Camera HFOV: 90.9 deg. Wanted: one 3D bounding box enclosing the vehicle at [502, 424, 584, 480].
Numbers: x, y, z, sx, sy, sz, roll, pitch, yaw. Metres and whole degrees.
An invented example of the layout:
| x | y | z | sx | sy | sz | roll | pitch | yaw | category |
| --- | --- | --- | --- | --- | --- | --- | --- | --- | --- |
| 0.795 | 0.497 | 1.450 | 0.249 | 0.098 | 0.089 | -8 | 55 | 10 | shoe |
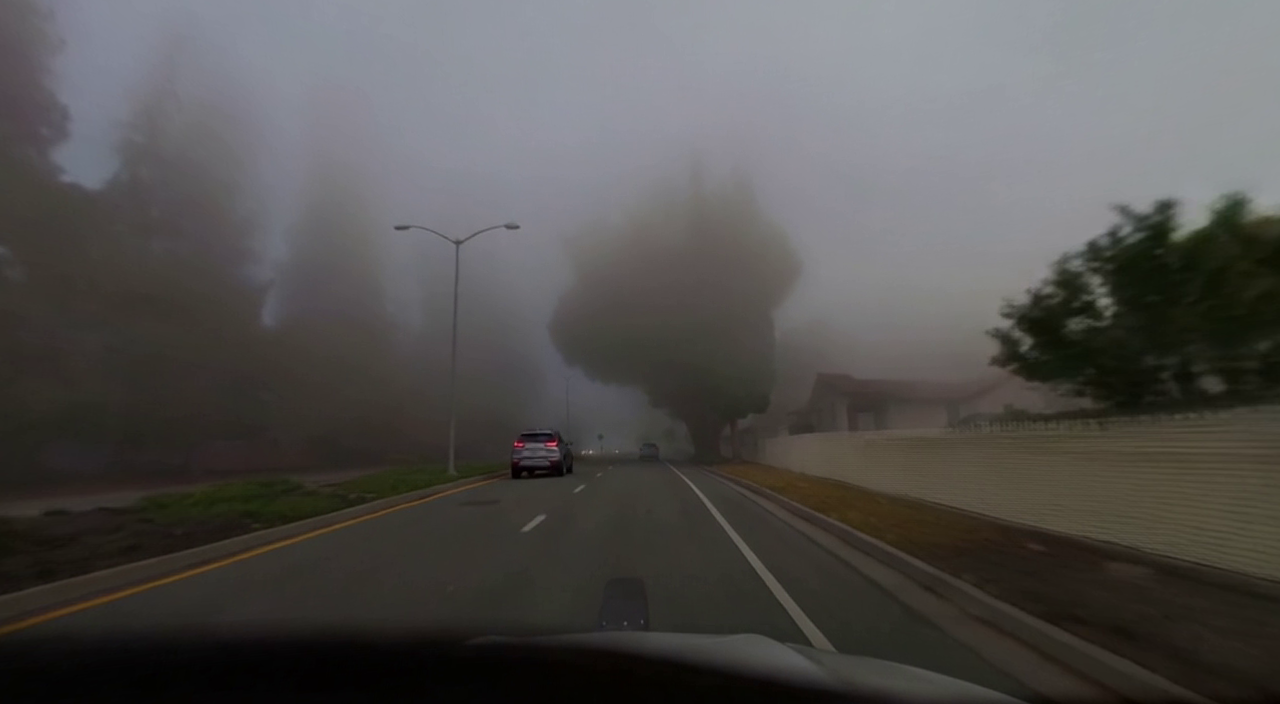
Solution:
| x | y | z | sx | sy | sz | roll | pitch | yaw | category |
| --- | --- | --- | --- | --- | --- | --- | --- | --- | --- |
| -3.260 | 3.471 | 22.217 | 2.073 | 1.770 | 4.302 | 0 | -8 | 2 | vehicle |
